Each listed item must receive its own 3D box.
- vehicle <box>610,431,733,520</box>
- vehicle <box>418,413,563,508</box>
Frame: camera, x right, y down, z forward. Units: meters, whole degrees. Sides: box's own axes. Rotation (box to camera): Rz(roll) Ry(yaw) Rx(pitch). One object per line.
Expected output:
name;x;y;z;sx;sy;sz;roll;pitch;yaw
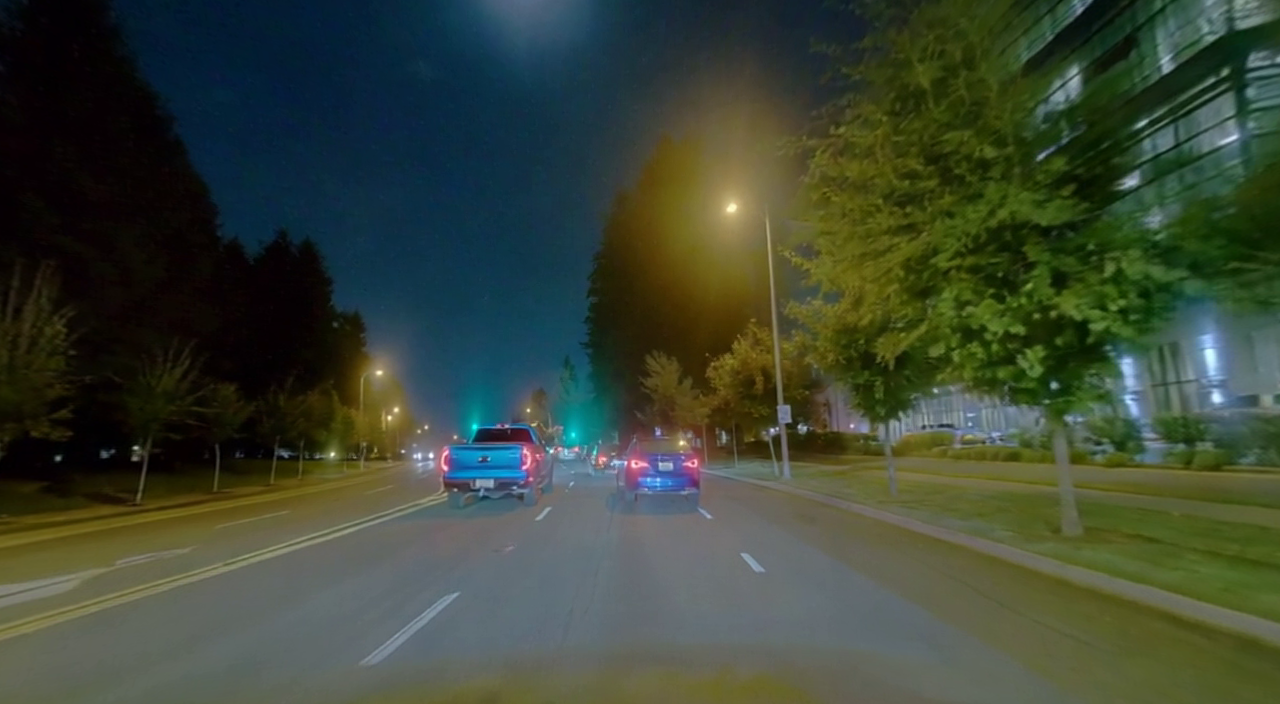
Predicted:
vehicle;0.457;2.466;13.084;2.142;1.528;4.133;0;-9;-3
vehicle;-3.498;2.733;16.225;2.512;1.992;5.725;0;-9;-2
